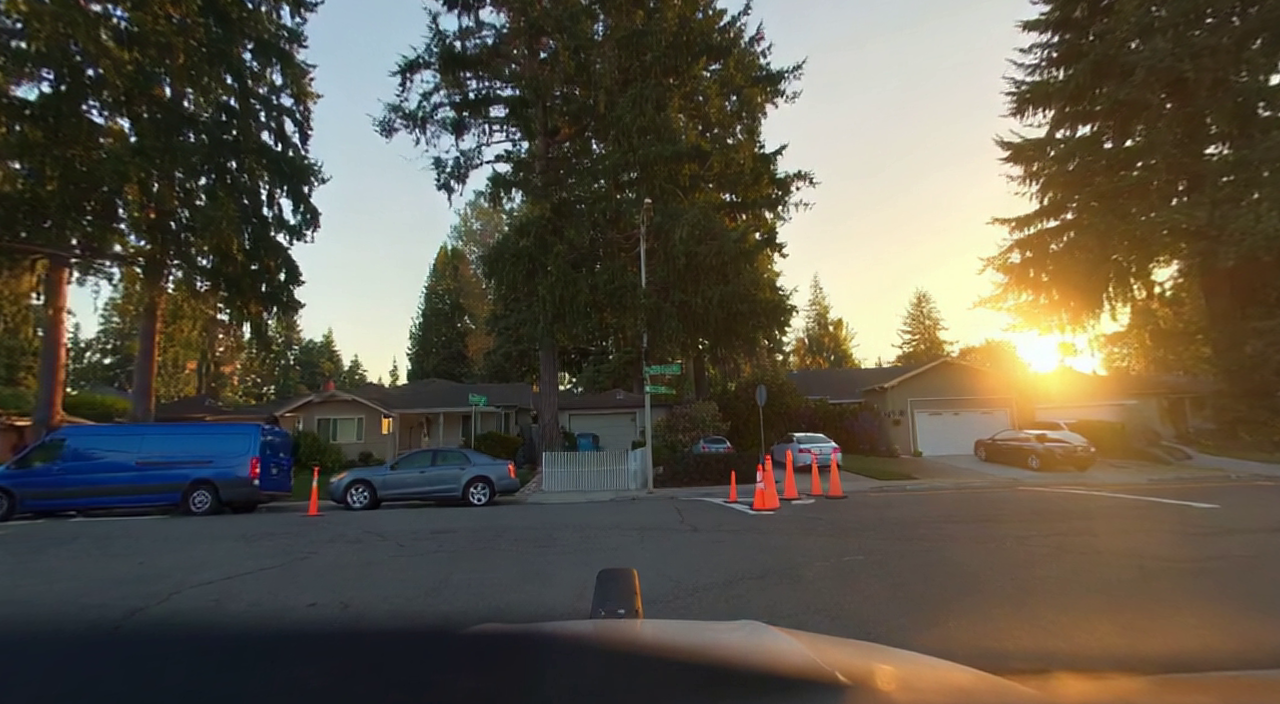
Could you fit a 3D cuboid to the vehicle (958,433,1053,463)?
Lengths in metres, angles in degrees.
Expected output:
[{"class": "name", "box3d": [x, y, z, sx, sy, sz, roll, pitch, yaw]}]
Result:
[{"class": "vehicle", "box3d": [23.983, 6.306, 41.518, 4.984, 1.912, 2.132, 1, -8, -6]}]

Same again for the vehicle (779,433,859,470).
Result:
[{"class": "vehicle", "box3d": [8.067, 4.551, 28.934, 1.893, 1.529, 4.422, 1, -9, -7]}]

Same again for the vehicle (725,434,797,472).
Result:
[{"class": "vehicle", "box3d": [5.355, 4.520, 28.508, 2.007, 1.555, 4.204, 1, -9, -7]}]

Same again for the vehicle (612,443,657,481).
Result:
[{"class": "vehicle", "box3d": [-0.298, 4.816, 27.929, 1.648, 1.430, 3.654, 4, -9, -4]}]

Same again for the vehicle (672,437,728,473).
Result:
[{"class": "vehicle", "box3d": [2.604, 4.593, 28.344, 1.745, 1.461, 4.074, 1, -9, -5]}]

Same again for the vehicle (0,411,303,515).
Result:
[{"class": "vehicle", "box3d": [-14.072, 3.093, 17.450, 7.824, 2.323, 2.863, -3, -10, -3]}]

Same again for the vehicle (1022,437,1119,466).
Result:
[{"class": "vehicle", "box3d": [22.775, 5.277, 33.541, 3.863, 1.453, 1.826, 1, -9, -5]}]

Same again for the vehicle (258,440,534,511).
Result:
[{"class": "vehicle", "box3d": [-6.502, 3.420, 17.884, 6.643, 1.777, 2.925, 1, -9, -5]}]
